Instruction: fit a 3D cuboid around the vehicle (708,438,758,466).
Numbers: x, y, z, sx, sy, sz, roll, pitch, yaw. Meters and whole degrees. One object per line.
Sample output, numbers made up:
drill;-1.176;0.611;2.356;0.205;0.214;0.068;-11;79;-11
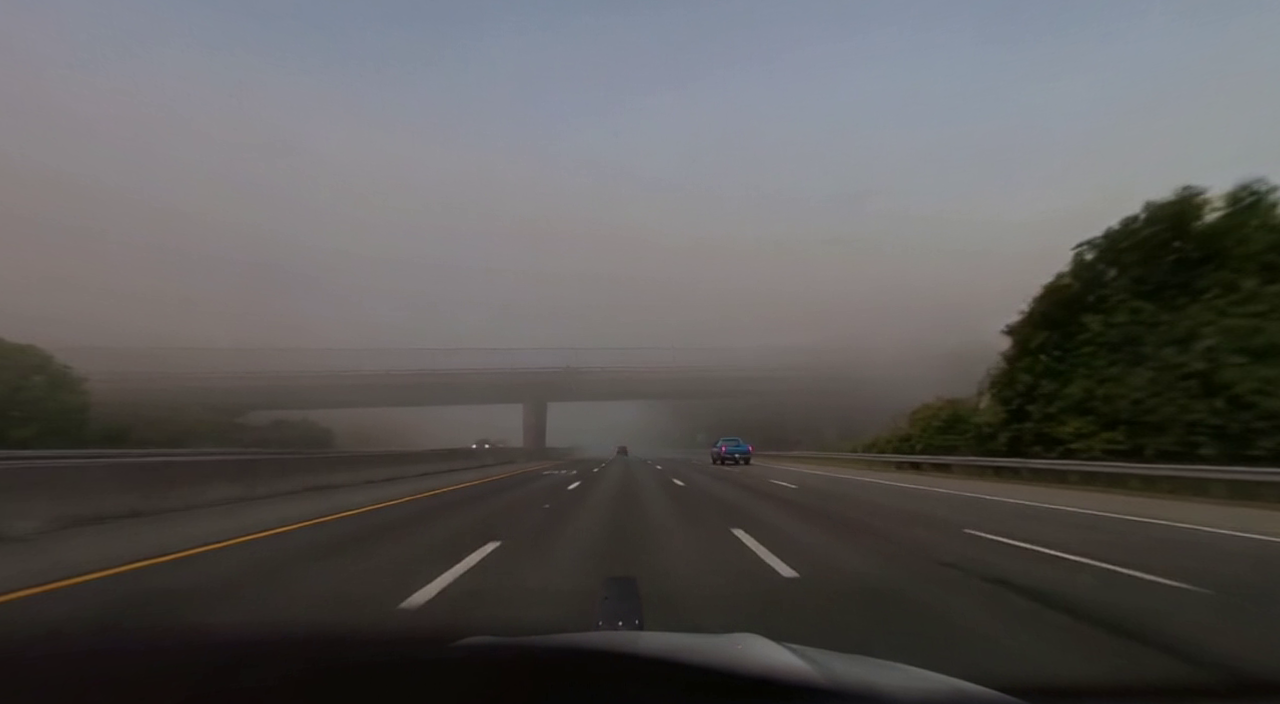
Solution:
vehicle;6.507;7.072;44.830;2.395;1.819;6.086;0;-8;-2
